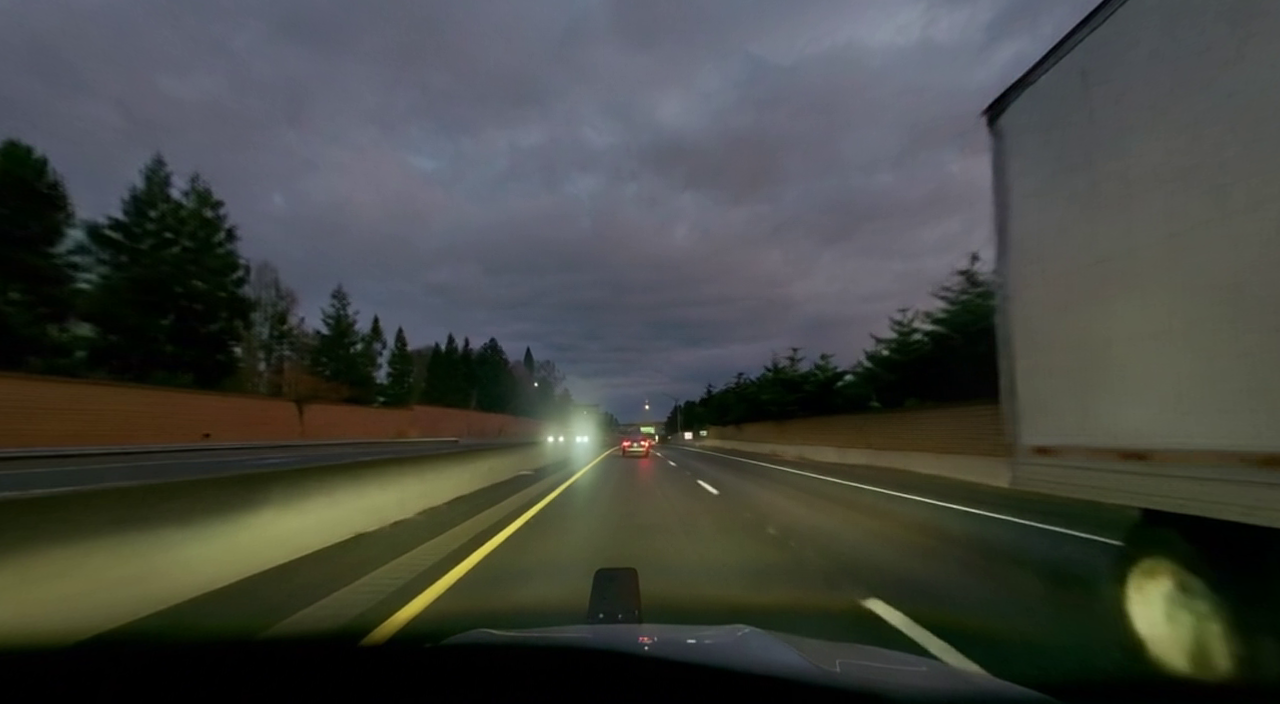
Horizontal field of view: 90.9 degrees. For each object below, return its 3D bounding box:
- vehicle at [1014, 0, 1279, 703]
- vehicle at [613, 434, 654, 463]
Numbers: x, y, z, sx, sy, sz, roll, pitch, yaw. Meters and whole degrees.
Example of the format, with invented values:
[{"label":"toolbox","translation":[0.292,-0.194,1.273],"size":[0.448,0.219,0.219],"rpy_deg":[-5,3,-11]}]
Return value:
[{"label":"vehicle","translation":[4.281,-0.184,2.801],"size":[3.009,4.109,3.167],"rpy_deg":[-1,-8,0]},{"label":"vehicle","translation":[-0.359,5.274,34.718],"size":[2.119,1.480,4.000],"rpy_deg":[-1,-8,-1]}]
